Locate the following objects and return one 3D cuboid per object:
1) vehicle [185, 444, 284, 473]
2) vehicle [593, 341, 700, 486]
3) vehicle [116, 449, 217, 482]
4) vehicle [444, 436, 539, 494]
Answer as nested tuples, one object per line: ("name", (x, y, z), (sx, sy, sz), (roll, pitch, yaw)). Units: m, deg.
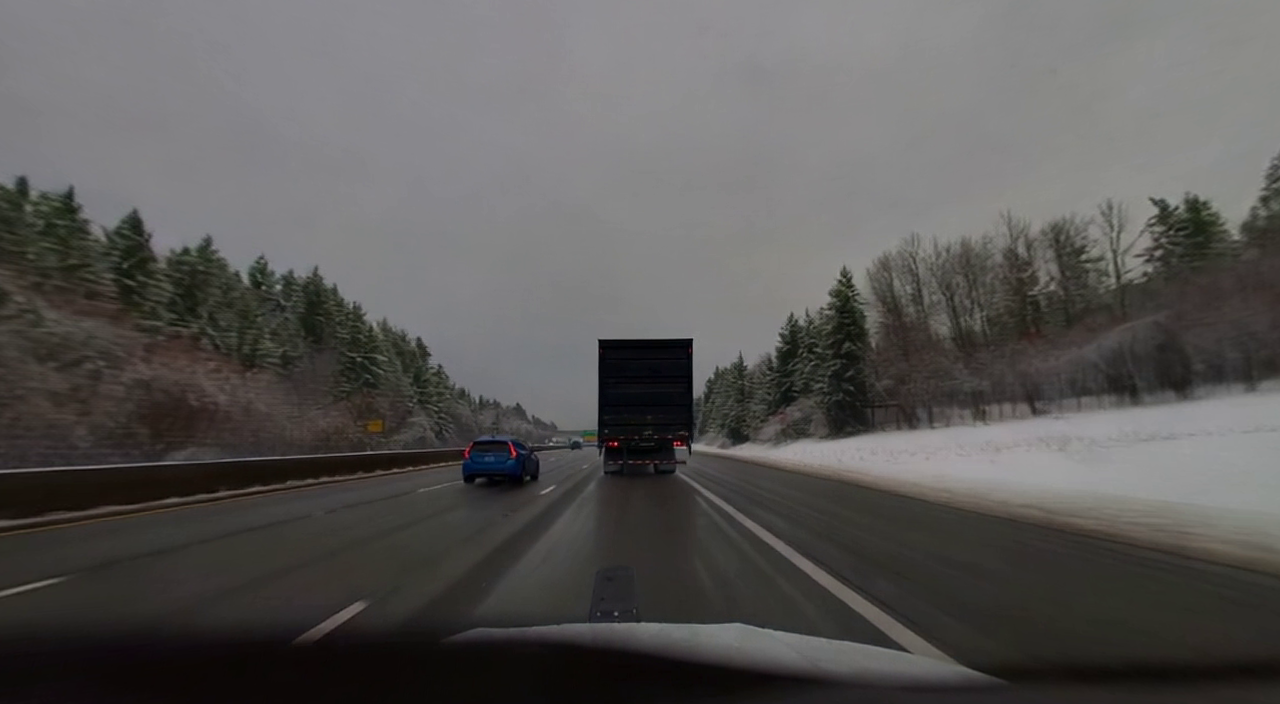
("vehicle", (-24.635, 6.477, 38.550), (2.211, 1.597, 5.503), (-1, -8, 2))
("vehicle", (0.072, 2.521, 23.564), (3.073, 4.196, 10.546), (0, -8, -1))
("vehicle", (-24.504, 5.858, 32.781), (1.821, 1.506, 4.424), (0, -8, 0))
("vehicle", (-4.331, 3.344, 19.024), (1.854, 1.530, 4.268), (0, -8, 0))
